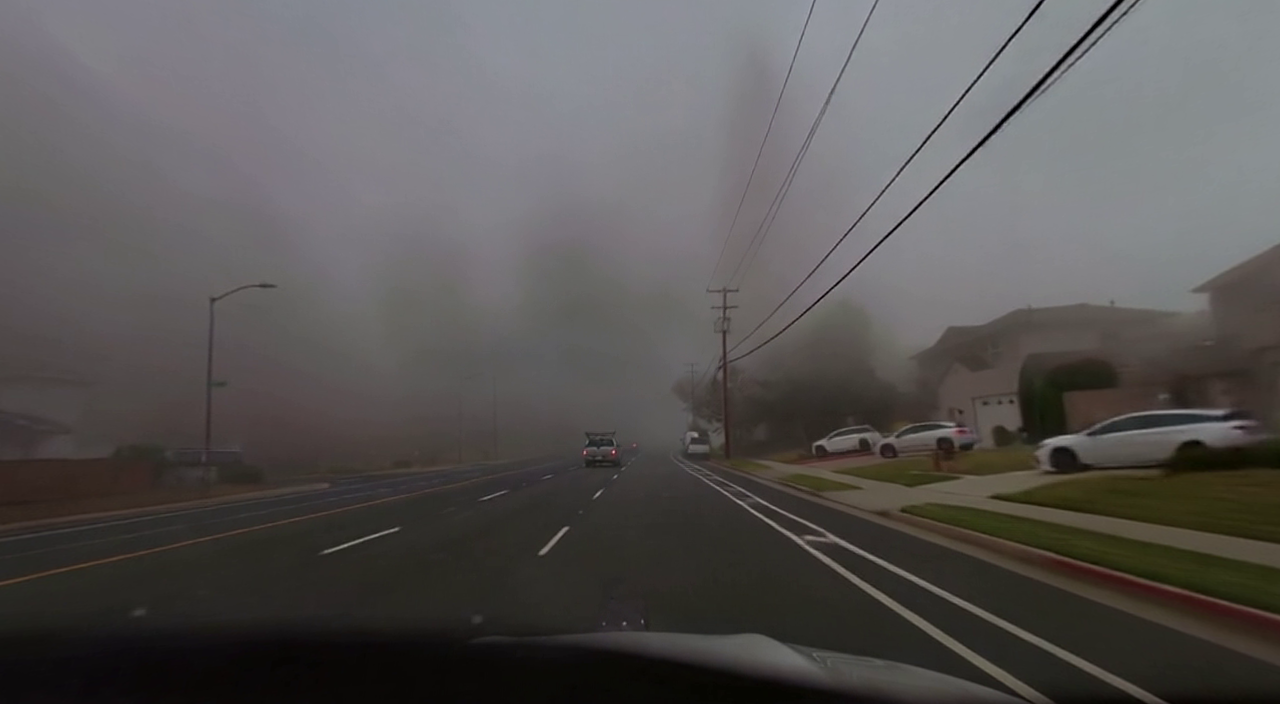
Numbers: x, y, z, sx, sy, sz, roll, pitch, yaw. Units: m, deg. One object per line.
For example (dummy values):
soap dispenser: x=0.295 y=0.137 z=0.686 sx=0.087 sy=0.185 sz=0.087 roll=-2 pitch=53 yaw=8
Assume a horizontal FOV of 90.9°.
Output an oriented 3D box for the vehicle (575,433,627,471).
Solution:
vehicle: x=-1.971 y=5.320 z=33.817 sx=2.327 sy=1.861 sz=4.941 roll=0 pitch=-9 yaw=2

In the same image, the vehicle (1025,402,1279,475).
vehicle: x=11.844 y=2.046 z=14.636 sx=2.212 sy=1.404 sz=4.283 roll=2 pitch=-10 yaw=-33

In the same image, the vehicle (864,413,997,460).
vehicle: x=12.497 y=3.683 z=27.317 sx=4.719 sy=1.553 sz=1.889 roll=-5 pitch=-8 yaw=0
